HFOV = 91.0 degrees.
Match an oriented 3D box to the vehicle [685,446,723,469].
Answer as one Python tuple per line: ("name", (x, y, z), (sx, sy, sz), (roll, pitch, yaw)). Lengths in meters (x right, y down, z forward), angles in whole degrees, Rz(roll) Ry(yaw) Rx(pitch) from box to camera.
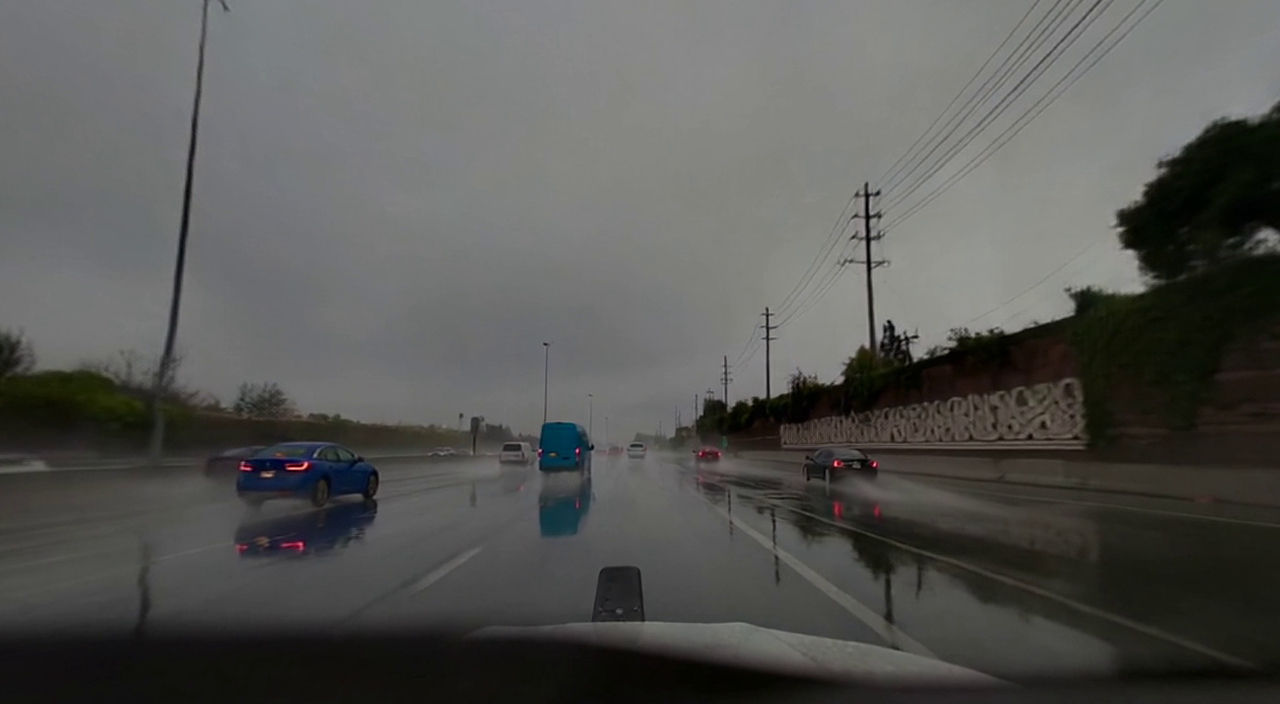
("vehicle", (4.554, 7.609, 45.614), (2.095, 1.504, 4.536), (0, -9, -2))

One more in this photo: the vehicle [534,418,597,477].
("vehicle", (-3.603, 4.837, 31.851), (2.395, 2.660, 5.827), (0, -9, 1))

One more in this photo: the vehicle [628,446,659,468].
("vehicle", (0.191, 7.556, 45.422), (2.084, 1.492, 4.137), (0, -9, -2))

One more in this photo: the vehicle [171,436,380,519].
("vehicle", (-7.694, 2.672, 13.953), (1.967, 1.525, 4.458), (0, -9, 0))

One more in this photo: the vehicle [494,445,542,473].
("vehicle", (-7.141, 6.290, 37.271), (1.944, 1.490, 4.442), (0, -9, 1))

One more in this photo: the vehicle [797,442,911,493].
("vehicle", (6.891, 3.740, 20.827), (2.052, 1.470, 4.364), (0, -9, -3))
